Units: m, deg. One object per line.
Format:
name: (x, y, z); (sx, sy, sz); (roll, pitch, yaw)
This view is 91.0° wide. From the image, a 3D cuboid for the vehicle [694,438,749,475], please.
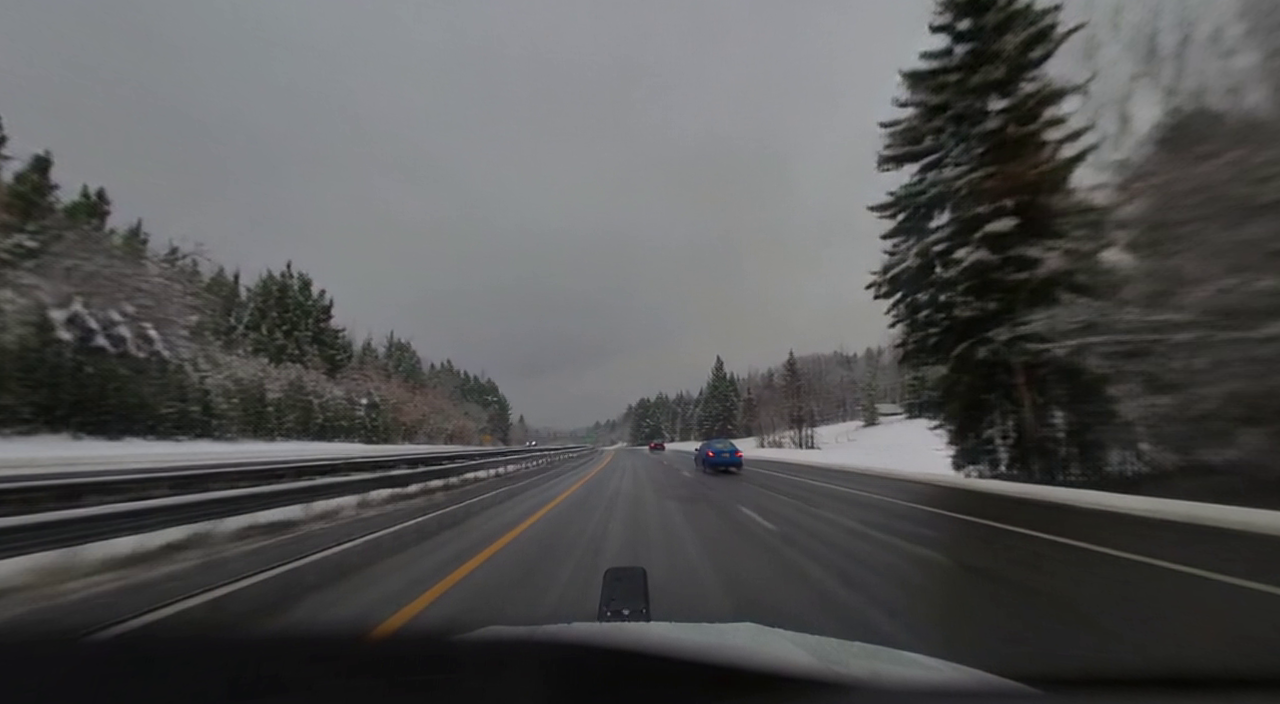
vehicle: (3.620, 4.726, 28.654); (1.945, 1.538, 3.729); (0, -8, -1)
